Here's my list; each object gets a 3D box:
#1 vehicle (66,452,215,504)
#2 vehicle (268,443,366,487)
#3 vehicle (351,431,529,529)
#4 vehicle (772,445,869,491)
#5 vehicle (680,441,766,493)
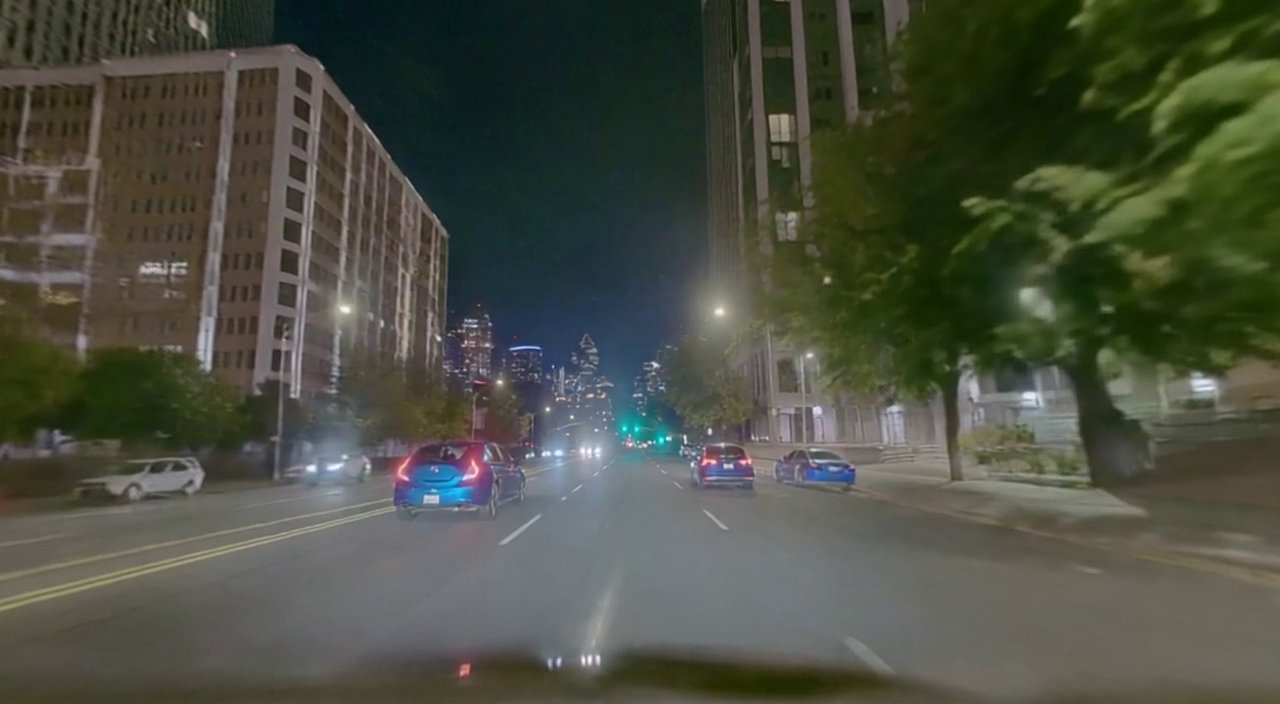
[{"bbox_3d":[-18.058,4.530,23.179,1.929,1.665,4.304,0,-9,0],"label":"vehicle"},{"bbox_3d":[-14.788,5.155,29.276,2.110,1.838,4.623,0,-9,0],"label":"vehicle"},{"bbox_3d":[-3.537,2.337,12.093,2.062,1.527,4.044,0,-9,0],"label":"vehicle"},{"bbox_3d":[6.250,4.059,22.504,1.881,1.439,4.725,0,-9,-3],"label":"vehicle"},{"bbox_3d":[2.493,3.588,20.121,1.978,1.471,4.426,0,-9,-2],"label":"vehicle"}]
